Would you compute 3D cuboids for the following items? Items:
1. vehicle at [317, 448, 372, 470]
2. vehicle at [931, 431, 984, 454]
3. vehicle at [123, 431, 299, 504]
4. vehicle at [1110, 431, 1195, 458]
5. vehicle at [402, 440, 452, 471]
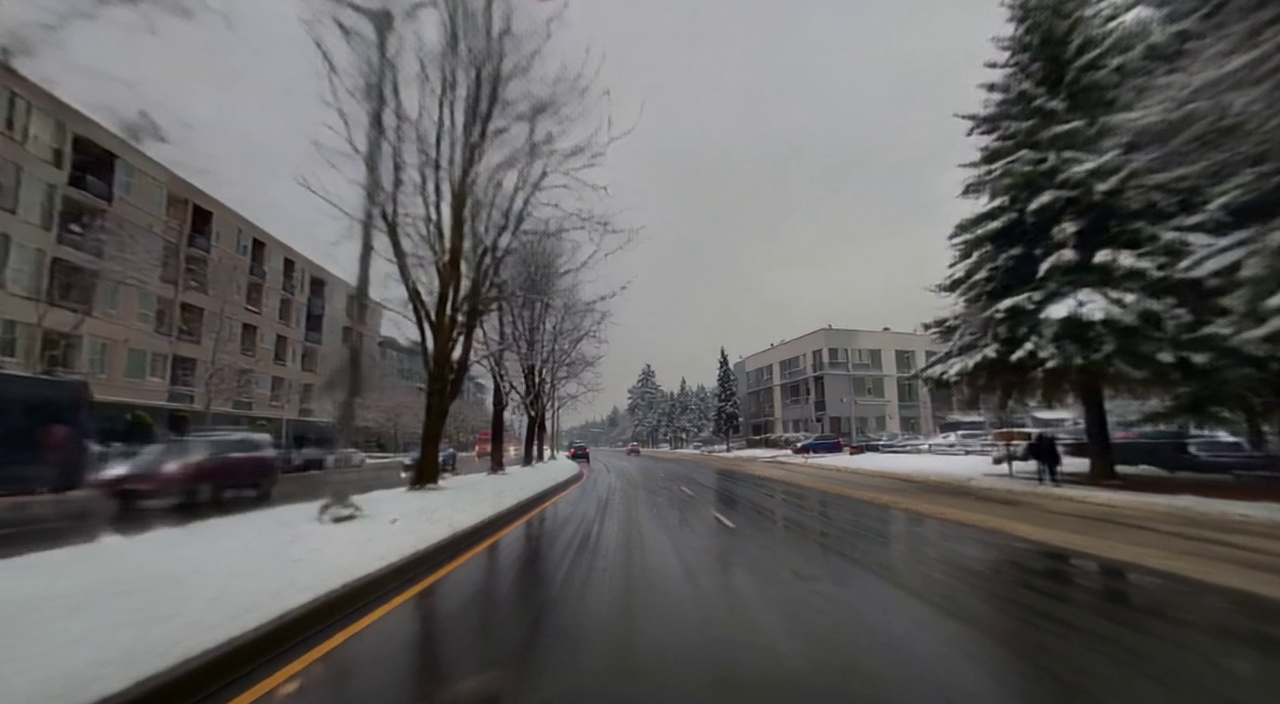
[{"bbox_3d":[-21.823,7.903,46.862,2.155,1.542,4.584,1,-9,-5],"label":"vehicle"},{"bbox_3d":[23.561,6.725,46.740,2.219,1.587,5.047,-8,-11,41],"label":"vehicle"},{"bbox_3d":[-12.323,3.323,18.662,1.816,1.843,4.863,0,-9,-1],"label":"vehicle"},{"bbox_3d":[31.170,5.627,38.430,4.313,1.549,1.851,3,-9,-18],"label":"vehicle"},{"bbox_3d":[-13.647,6.635,40.679,1.927,1.828,4.112,0,-9,-2],"label":"vehicle"}]
